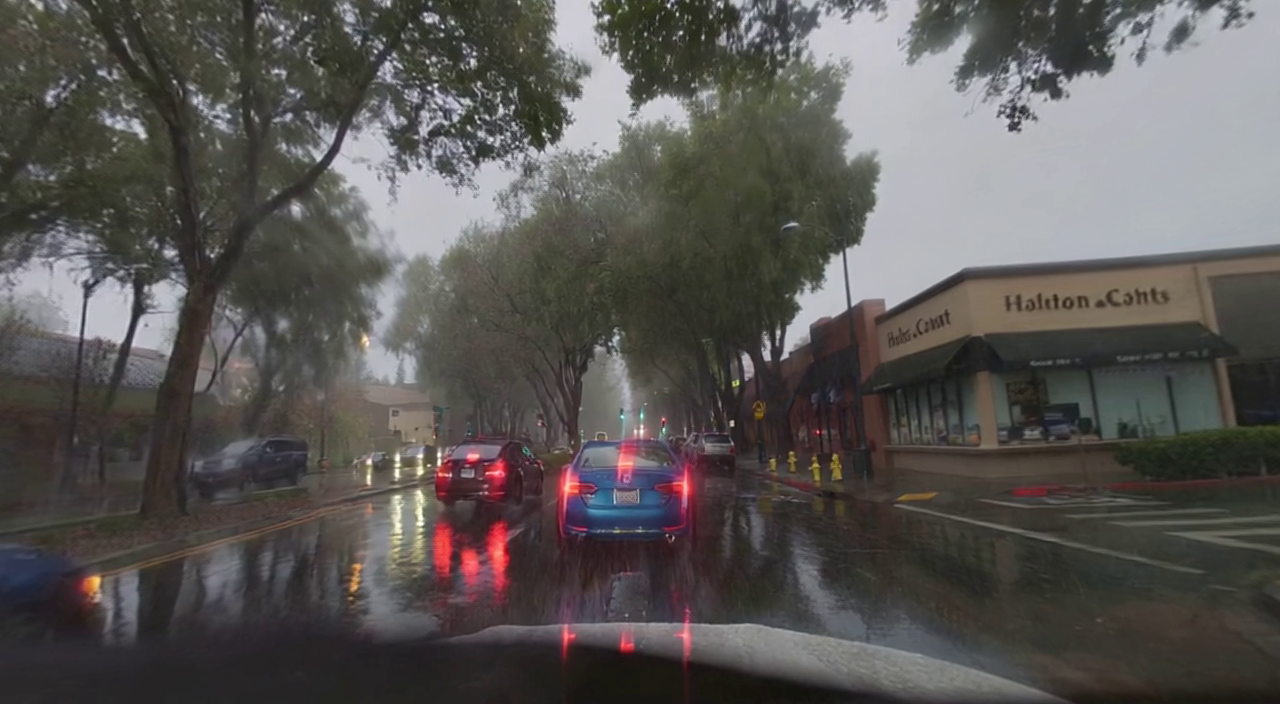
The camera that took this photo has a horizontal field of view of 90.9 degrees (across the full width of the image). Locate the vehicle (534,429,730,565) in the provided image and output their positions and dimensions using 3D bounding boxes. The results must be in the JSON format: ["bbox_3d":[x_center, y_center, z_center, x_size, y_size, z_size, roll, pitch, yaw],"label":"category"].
[{"bbox_3d":[-0.099,1.906,9.047,2.160,1.482,4.037,0,-9,0],"label":"vehicle"}]

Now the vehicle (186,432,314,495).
[{"bbox_3d":[-19.127,5.479,31.401,2.286,2.777,5.926,-1,-9,3],"label":"vehicle"}]

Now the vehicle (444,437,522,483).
[{"bbox_3d":[-6.186,4.289,25.349,2.095,1.682,4.371,0,-9,-1],"label":"vehicle"}]

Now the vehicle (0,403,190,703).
[{"bbox_3d":[-3.472,0.786,1.389,1.905,1.473,4.016,0,-9,1],"label":"vehicle"}]
